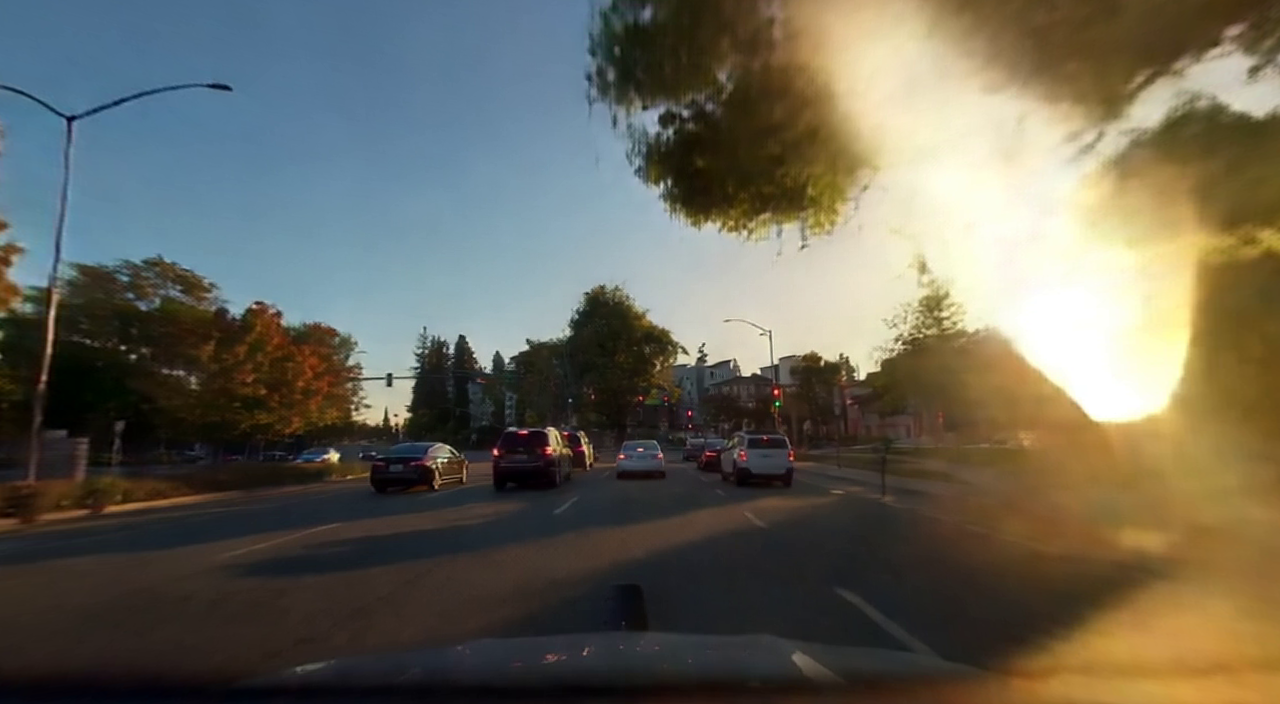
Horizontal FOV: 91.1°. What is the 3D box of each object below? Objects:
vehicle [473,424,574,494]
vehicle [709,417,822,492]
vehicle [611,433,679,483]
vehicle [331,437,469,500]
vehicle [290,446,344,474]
[{"bbox_3d":[-3.065,2.939,17.537,1.912,1.703,4.261,0,-8,1],"label":"vehicle"},{"bbox_3d":[3.359,2.890,17.945,2.141,1.833,4.704,0,-8,-2],"label":"vehicle"},{"bbox_3d":[0.132,3.433,20.616,2.021,1.461,3.862,0,-8,-1],"label":"vehicle"},{"bbox_3d":[-6.358,3.122,17.314,1.926,1.465,4.620,0,-8,1],"label":"vehicle"},{"bbox_3d":[-22.396,7.457,43.762,2.219,1.786,5.705,3,-9,-17],"label":"vehicle"}]
